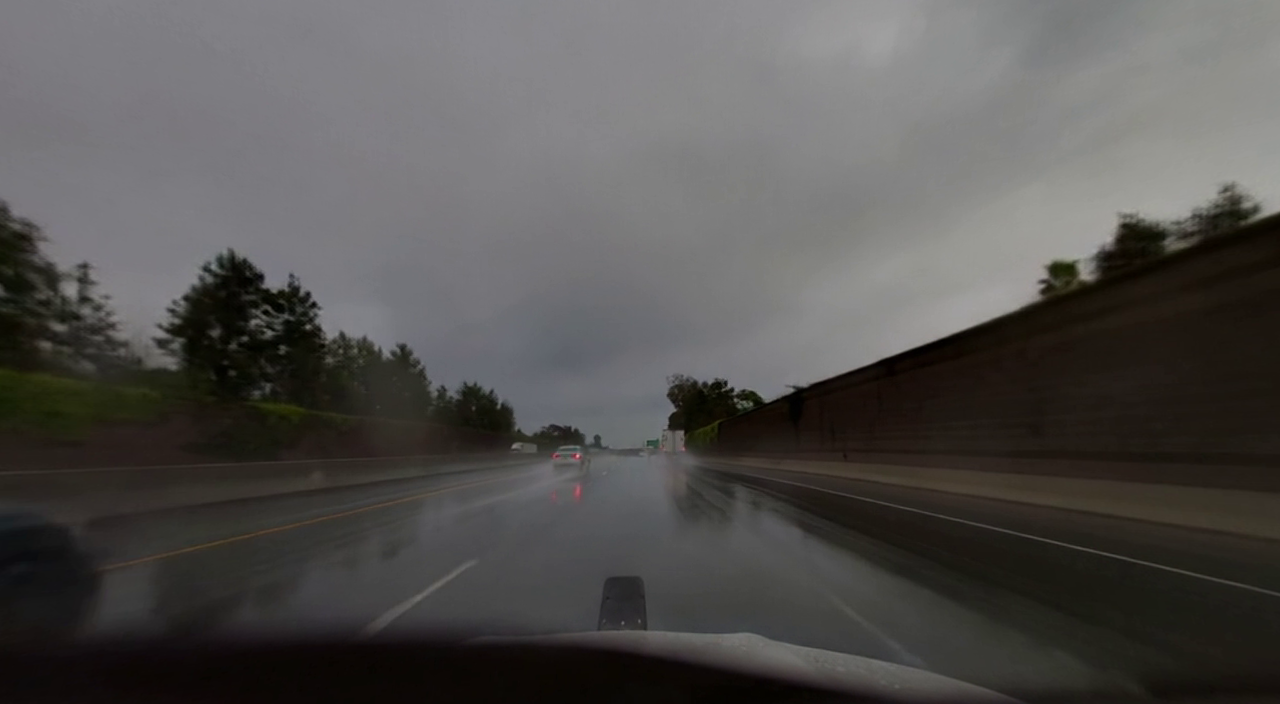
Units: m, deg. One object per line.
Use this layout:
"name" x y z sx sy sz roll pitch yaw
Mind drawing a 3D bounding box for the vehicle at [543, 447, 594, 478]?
"vehicle" -3.819 5.991 34.503 2.129 1.559 5.272 0 -9 1
